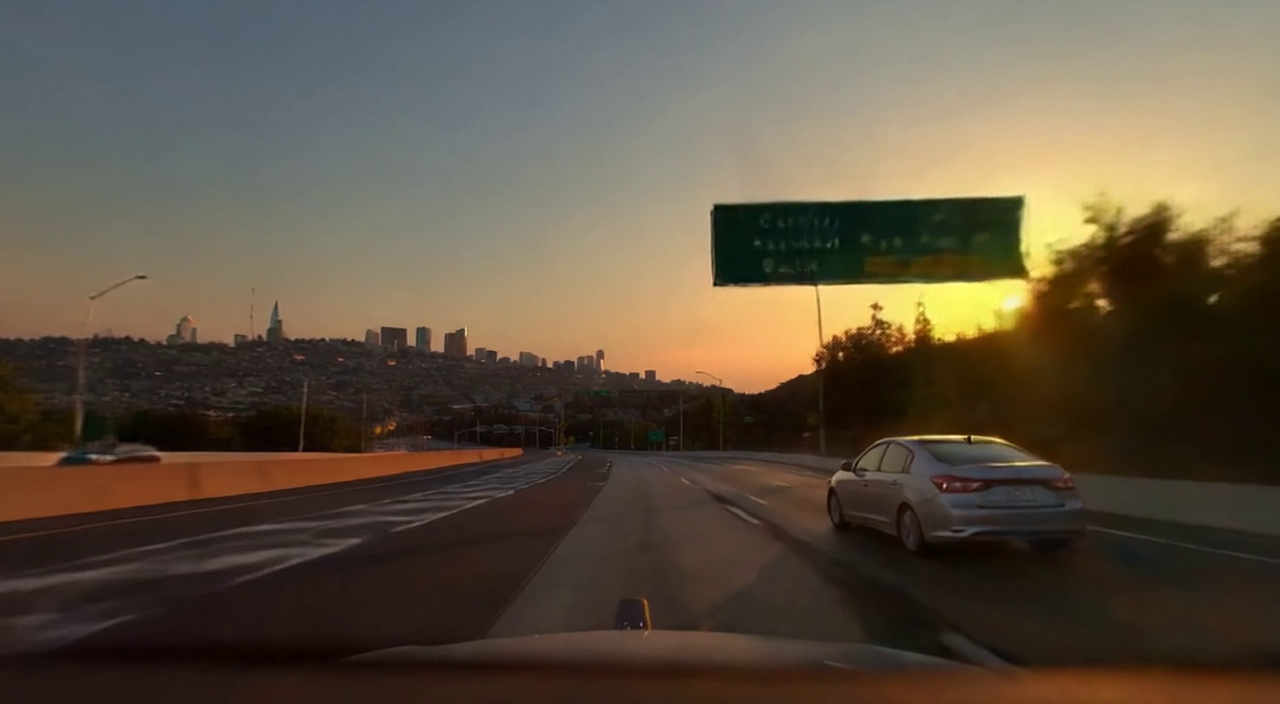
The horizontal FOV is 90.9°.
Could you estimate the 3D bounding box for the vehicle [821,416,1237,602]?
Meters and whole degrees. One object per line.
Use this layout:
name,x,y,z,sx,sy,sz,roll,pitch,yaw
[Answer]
vehicle,4.028,1.703,7.818,2.104,1.575,4.698,0,-9,-1

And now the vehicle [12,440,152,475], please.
vehicle,-25.585,4.837,29.203,2.158,1.466,4.639,0,-9,1
